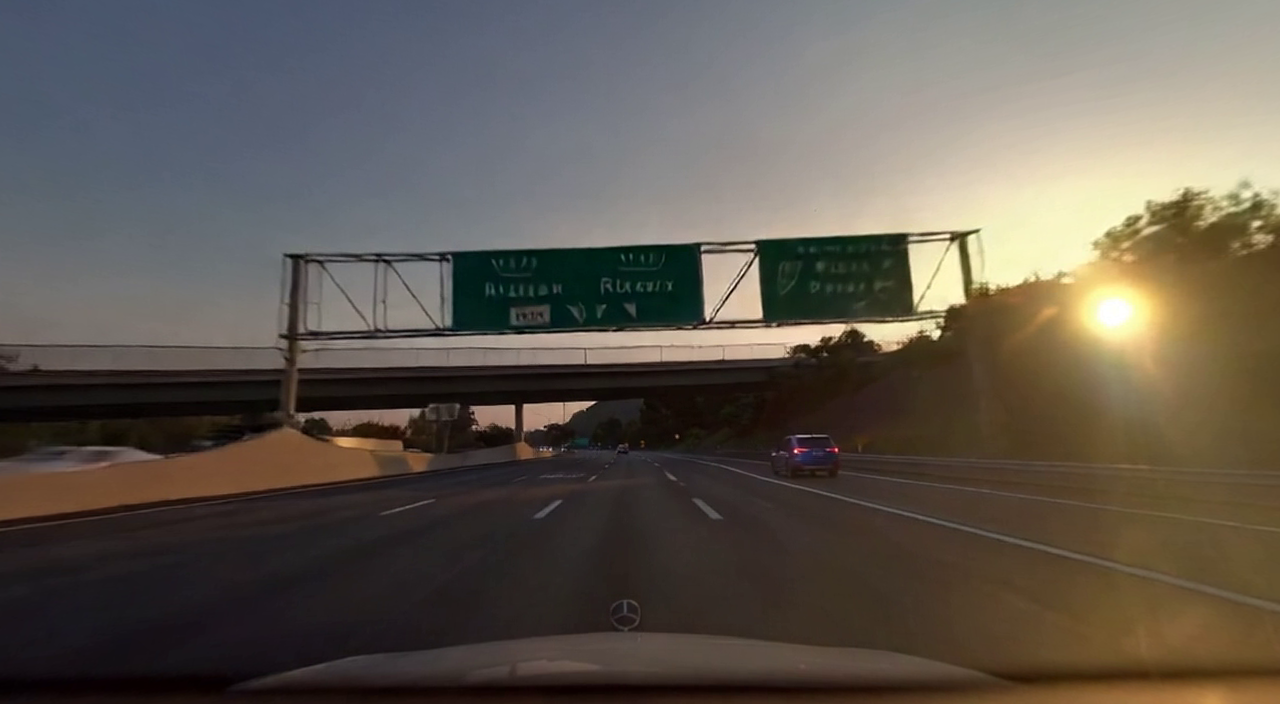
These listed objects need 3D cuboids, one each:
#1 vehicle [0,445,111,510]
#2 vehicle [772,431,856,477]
[{"bbox_3d":[-15.884,3.072,15.609,1.961,1.511,4.018,0,-9,1],"label":"vehicle"},{"bbox_3d":[7.030,4.193,26.009,2.091,1.711,4.383,0,-9,-2],"label":"vehicle"}]
